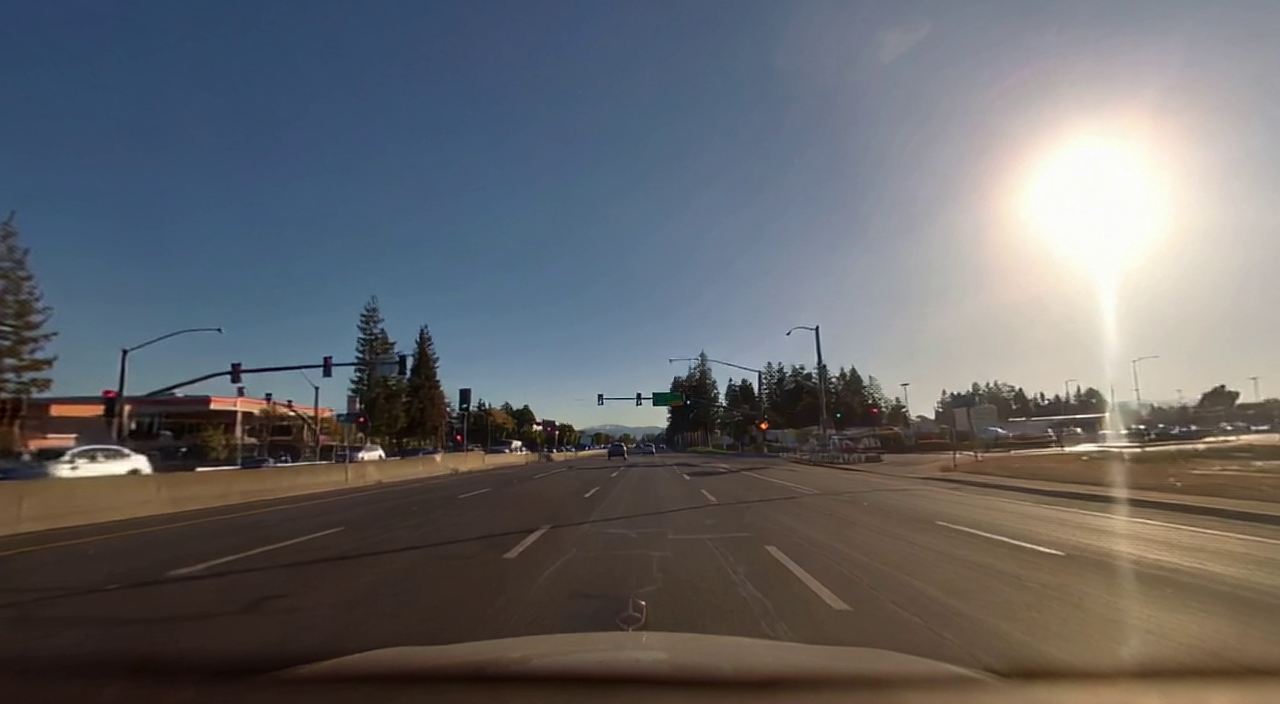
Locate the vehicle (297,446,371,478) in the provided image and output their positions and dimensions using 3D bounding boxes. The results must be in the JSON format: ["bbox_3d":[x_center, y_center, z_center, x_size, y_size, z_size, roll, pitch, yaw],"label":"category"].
[{"bbox_3d":[-18.457,6.651,38.350,2.034,1.783,4.875,0,-8,0],"label":"vehicle"}]

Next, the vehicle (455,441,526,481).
[{"bbox_3d":[-6.121,4.488,26.288,1.843,1.528,4.121,0,-8,2],"label":"vehicle"}]

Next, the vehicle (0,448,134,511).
[{"bbox_3d":[-18.139,3.756,19.092,1.926,1.659,4.426,0,-8,-1],"label":"vehicle"}]

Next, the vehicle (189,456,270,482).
[{"bbox_3d":[-26.184,7.463,40.402,1.899,1.487,4.734,0,-8,2],"label":"vehicle"}]
